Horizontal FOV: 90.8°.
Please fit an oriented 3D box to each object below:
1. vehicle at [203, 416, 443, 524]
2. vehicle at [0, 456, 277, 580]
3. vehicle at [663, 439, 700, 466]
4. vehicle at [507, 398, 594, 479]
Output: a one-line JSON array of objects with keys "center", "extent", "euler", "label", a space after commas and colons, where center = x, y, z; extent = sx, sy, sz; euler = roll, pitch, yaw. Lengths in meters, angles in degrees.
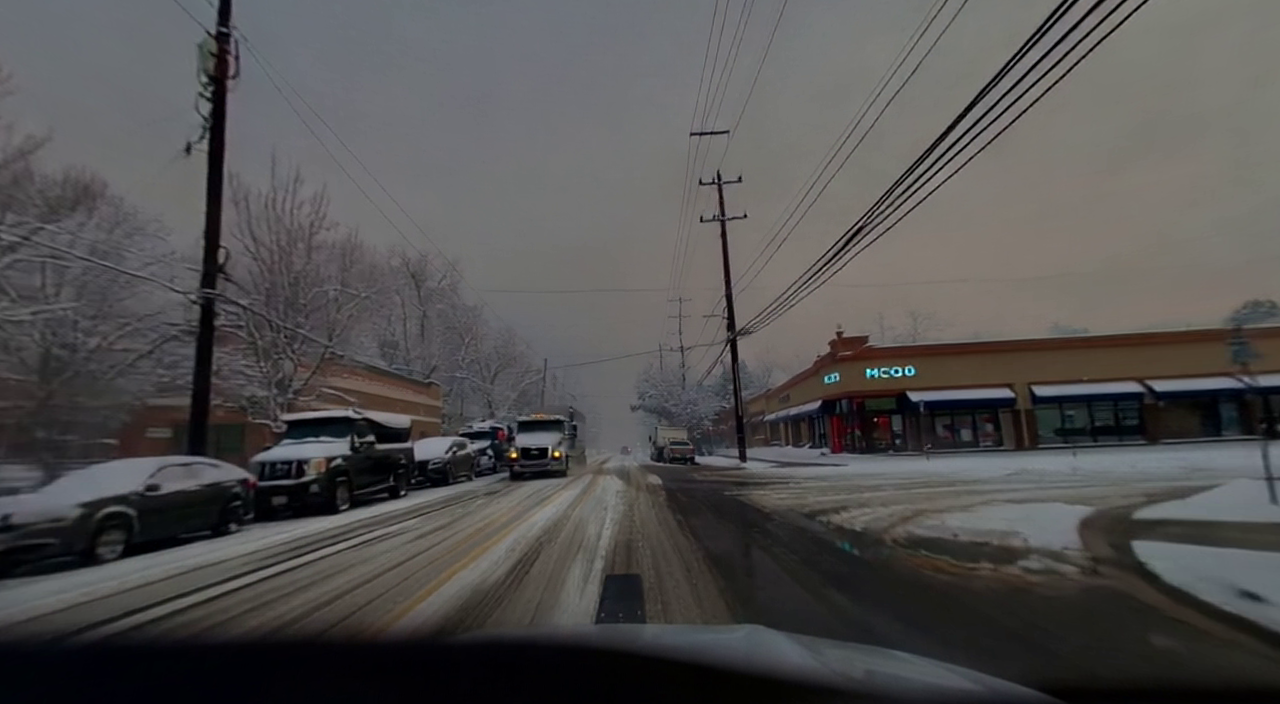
[{"center": [-8.100, 3.115, 17.517], "extent": [2.737, 2.345, 7.210], "euler": [-1, -8, 2], "label": "vehicle"}, {"center": [-8.252, 2.516, 10.451], "extent": [1.777, 1.468, 4.605], "euler": [0, -8, 0], "label": "vehicle"}, {"center": [2.843, 7.011, 44.411], "extent": [2.097, 1.784, 4.915], "euler": [0, -8, -2], "label": "vehicle"}, {"center": [-4.133, 4.440, 32.224], "extent": [2.994, 3.308, 12.131], "euler": [0, -8, -2], "label": "vehicle"}]
